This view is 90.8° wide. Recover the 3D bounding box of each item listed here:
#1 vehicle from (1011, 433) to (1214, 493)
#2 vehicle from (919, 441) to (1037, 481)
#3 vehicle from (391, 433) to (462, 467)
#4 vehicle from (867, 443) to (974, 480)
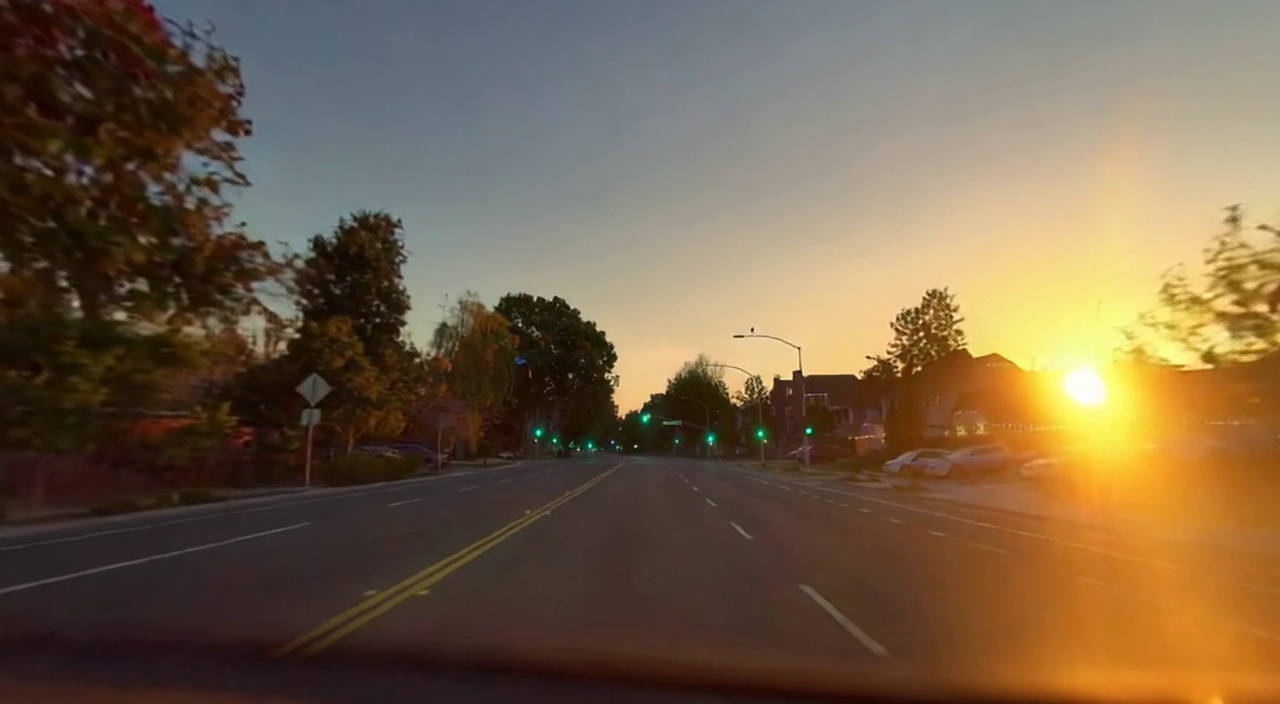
[{"bbox_3d":[15.124,3.552,20.430,4.854,1.803,2.179,1,-9,-4],"label":"vehicle"},{"bbox_3d":[15.430,4.988,29.021,4.234,1.491,1.940,-4,-7,1],"label":"vehicle"},{"bbox_3d":[-15.170,7.050,45.404,2.653,2.232,6.273,0,-9,2],"label":"vehicle"},{"bbox_3d":[14.308,5.592,32.425,4.466,1.578,1.968,-3,-7,0],"label":"vehicle"}]
